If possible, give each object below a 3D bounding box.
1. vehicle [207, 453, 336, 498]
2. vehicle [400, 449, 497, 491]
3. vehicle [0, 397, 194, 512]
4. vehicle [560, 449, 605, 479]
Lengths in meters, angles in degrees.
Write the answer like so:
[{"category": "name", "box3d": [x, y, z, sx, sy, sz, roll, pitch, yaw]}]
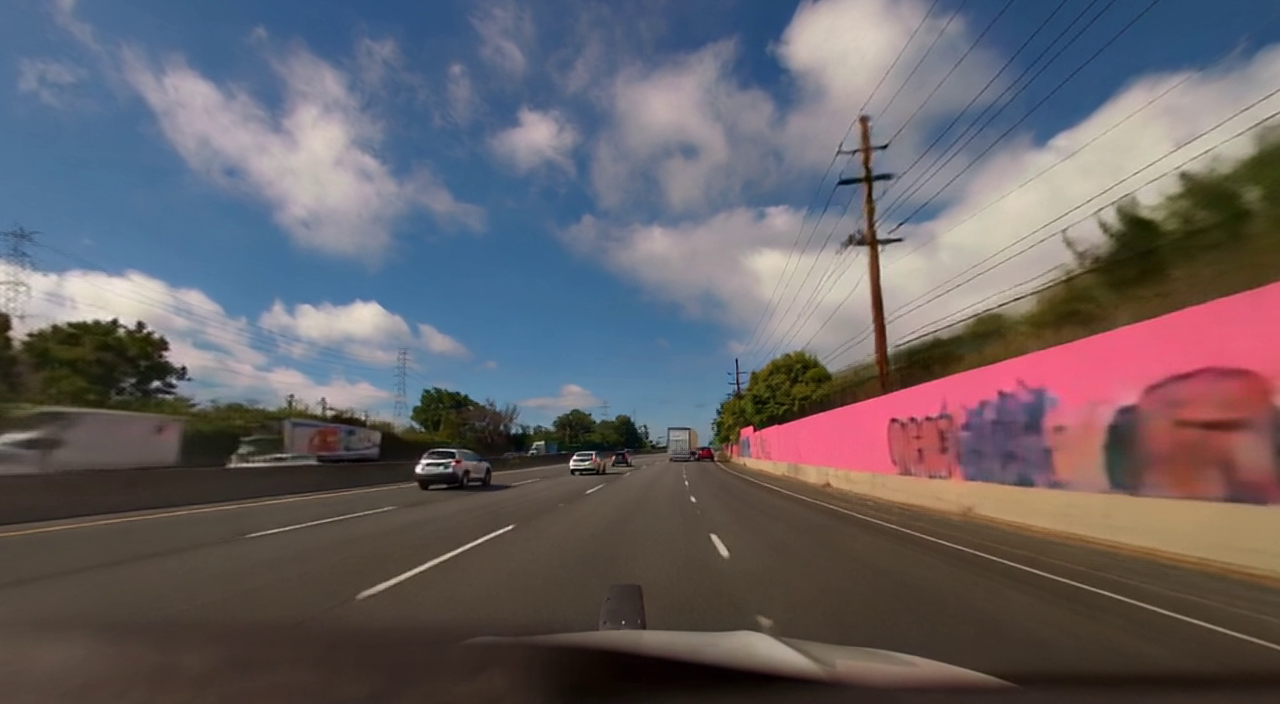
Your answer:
[{"category": "vehicle", "box3d": [-15.223, 5.095, 26.477, 2.109, 1.677, 5.175, -1, -9, 3]}, {"category": "vehicle", "box3d": [-7.405, 4.611, 25.008, 2.142, 1.503, 4.767, -1, -9, 3]}, {"category": "vehicle", "box3d": [-19.634, 3.511, 21.812, 2.897, 3.310, 6.960, -1, -9, 3]}, {"category": "vehicle", "box3d": [-3.135, 6.190, 35.030, 1.966, 1.565, 3.766, -1, -9, 3]}]
